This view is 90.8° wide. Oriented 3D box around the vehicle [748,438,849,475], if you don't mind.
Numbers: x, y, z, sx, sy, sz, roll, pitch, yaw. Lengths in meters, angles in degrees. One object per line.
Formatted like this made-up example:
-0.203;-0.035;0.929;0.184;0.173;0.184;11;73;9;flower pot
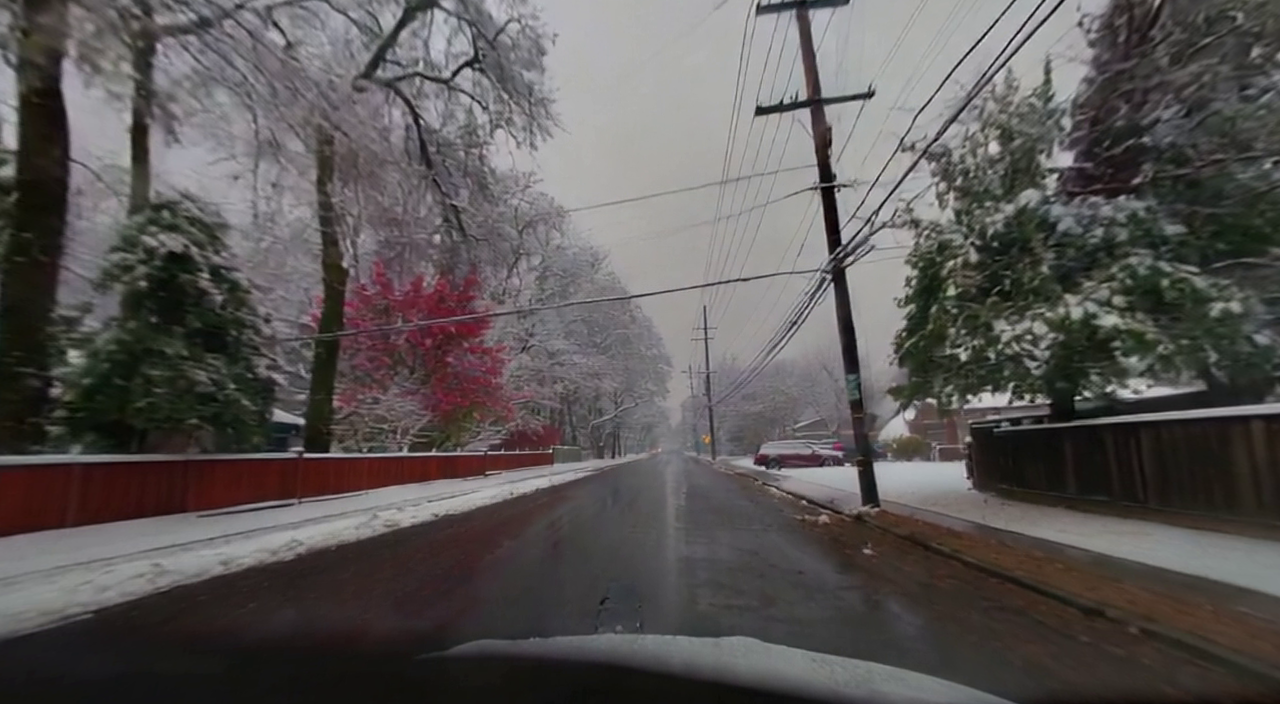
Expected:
8.206;5.464;33.103;4.806;1.851;2.050;-1;-9;3;vehicle
